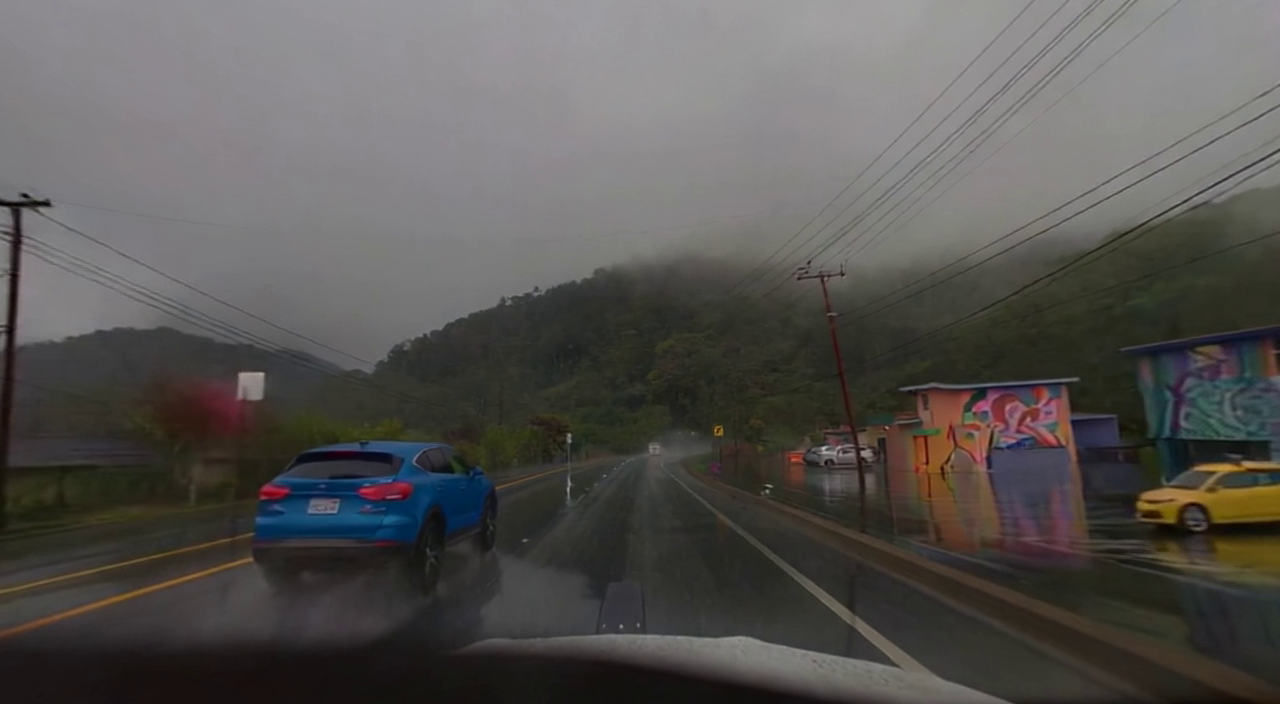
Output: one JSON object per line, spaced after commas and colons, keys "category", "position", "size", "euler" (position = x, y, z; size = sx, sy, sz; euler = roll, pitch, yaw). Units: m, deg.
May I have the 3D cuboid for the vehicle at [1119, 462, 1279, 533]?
{"category": "vehicle", "position": [16.810, 4.002, 17.646], "size": [4.995, 1.794, 2.020], "euler": [-1, -9, 4]}

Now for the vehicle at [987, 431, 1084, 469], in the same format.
{"category": "vehicle", "position": [24.040, 5.936, 38.402], "size": [5.478, 1.869, 2.206], "euler": [1, -12, -26]}

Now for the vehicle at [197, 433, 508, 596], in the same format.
{"category": "vehicle", "position": [-3.126, 1.833, 8.034], "size": [1.972, 1.496, 4.150], "euler": [0, -8, 0]}
